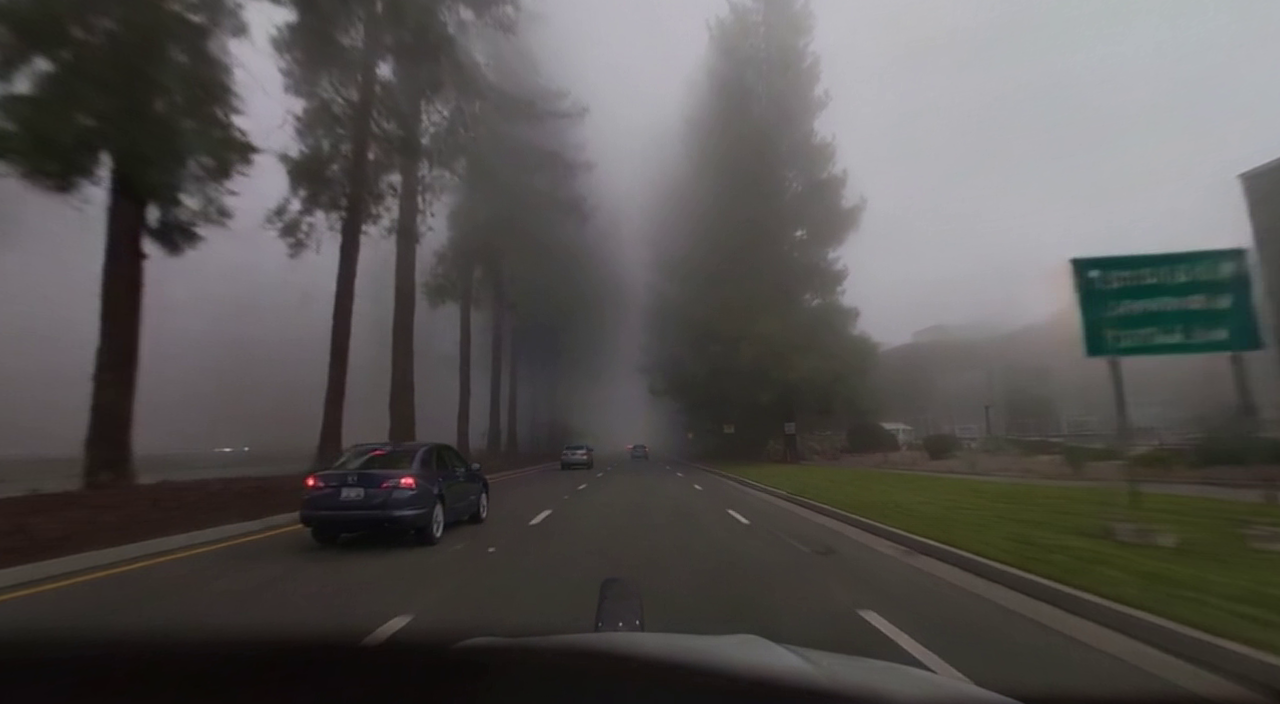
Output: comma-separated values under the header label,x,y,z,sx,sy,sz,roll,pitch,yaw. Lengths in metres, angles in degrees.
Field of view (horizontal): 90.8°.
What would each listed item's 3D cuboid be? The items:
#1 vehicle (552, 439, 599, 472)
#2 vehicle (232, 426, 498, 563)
label,x,y,z,sx,sy,sz,roll,pitch,yaw
vehicle,-3.326,5.432,33.256,1.942,1.588,4.172,0,-9,1
vehicle,-3.497,1.890,9.128,1.862,1.478,4.369,0,-9,0
